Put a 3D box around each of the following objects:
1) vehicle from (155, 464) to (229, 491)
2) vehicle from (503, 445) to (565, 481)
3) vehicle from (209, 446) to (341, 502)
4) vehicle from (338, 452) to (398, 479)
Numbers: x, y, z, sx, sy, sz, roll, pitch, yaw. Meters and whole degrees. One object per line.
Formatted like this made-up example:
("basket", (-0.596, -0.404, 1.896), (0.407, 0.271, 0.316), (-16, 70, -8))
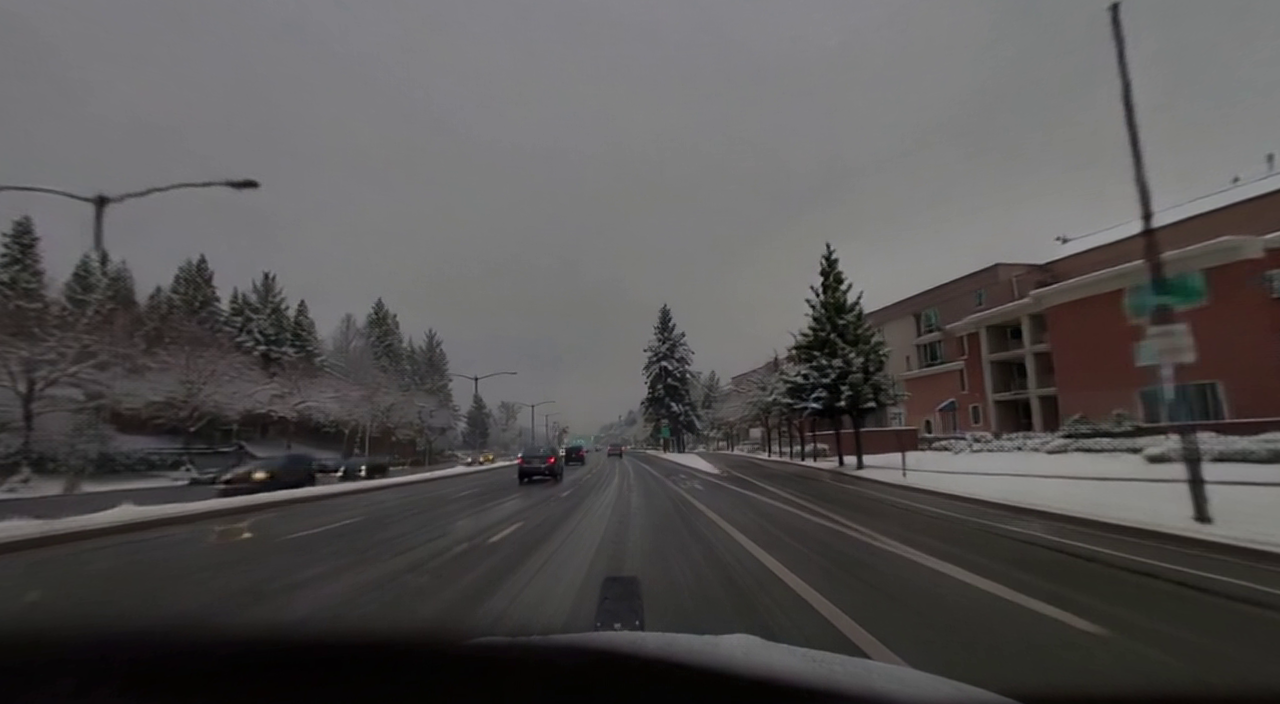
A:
("vehicle", (-30.853, 8.633, 43.714), (2.051, 1.598, 4.439), (0, -9, -4))
("vehicle", (-4.553, 4.833, 27.811), (2.025, 1.474, 4.292), (0, -9, -1))
("vehicle", (-12.896, 4.301, 22.729), (2.150, 1.721, 4.465), (-1, -9, -1))
("vehicle", (-18.159, 7.550, 42.383), (1.951, 1.679, 4.463), (0, -9, 1))
